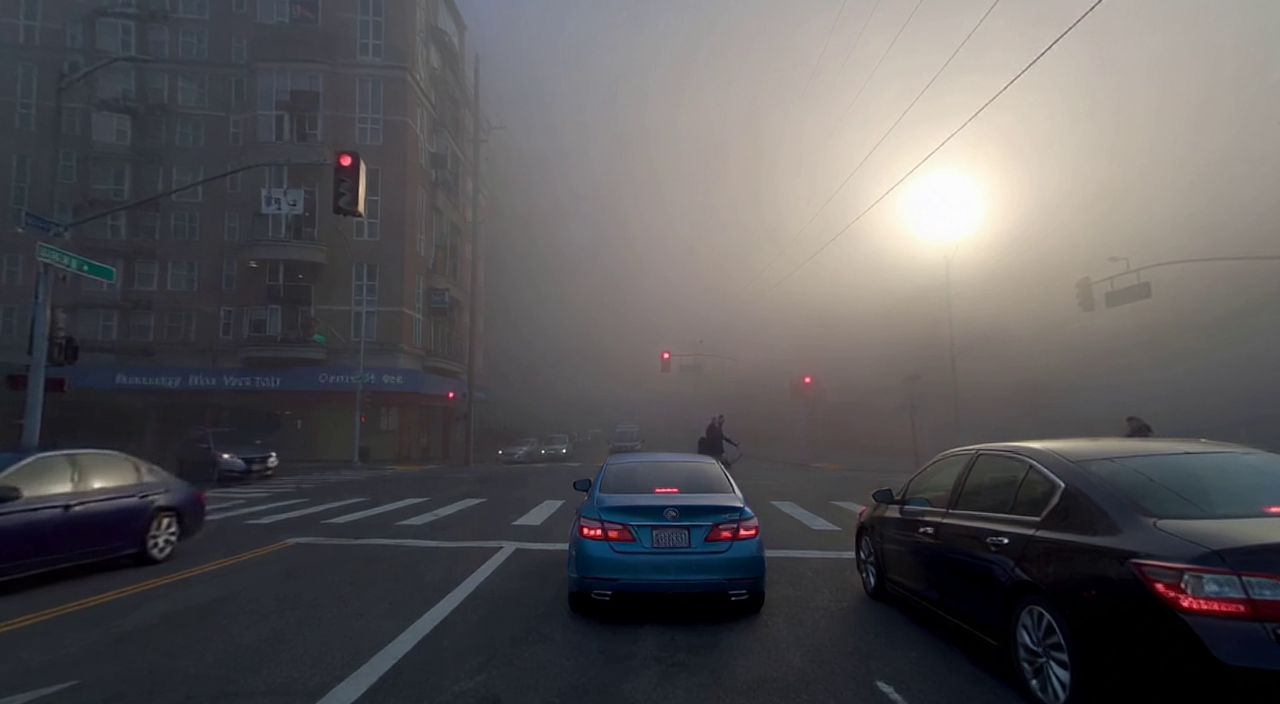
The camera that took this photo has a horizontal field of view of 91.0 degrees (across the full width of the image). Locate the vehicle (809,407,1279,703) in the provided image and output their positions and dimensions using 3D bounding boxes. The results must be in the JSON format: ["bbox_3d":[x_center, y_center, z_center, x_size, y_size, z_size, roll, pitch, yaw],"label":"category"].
[{"bbox_3d":[2.811,1.280,4.563,1.961,1.498,4.356,0,-8,0],"label":"vehicle"}]

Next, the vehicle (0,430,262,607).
[{"bbox_3d":[-6.557,1.624,6.535,1.953,1.564,4.344,-2,-9,13],"label":"vehicle"}]

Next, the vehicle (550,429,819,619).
[{"bbox_3d":[0.244,1.660,7.080,2.132,1.464,4.089,0,-8,-3],"label":"vehicle"}]

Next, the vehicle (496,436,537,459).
[{"bbox_3d":[-9.131,7.095,46.802,2.030,1.596,3.912,-1,-8,3],"label":"vehicle"}]
